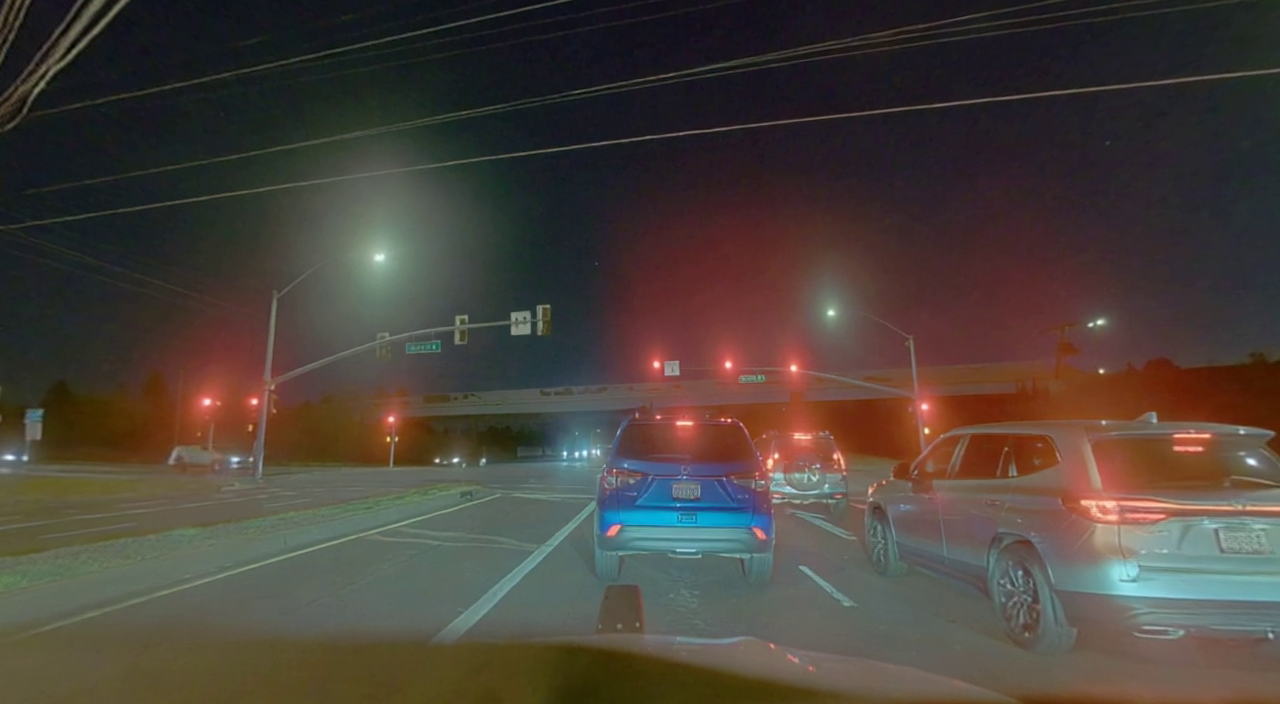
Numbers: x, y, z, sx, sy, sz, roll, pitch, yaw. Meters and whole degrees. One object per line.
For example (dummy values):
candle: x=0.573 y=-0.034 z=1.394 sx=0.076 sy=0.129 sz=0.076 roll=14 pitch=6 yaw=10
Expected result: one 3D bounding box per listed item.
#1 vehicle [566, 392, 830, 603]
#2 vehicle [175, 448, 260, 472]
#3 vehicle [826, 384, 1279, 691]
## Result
vehicle: x=0.443 y=1.557 z=7.621 sx=2.240 sy=1.778 sz=4.335 roll=0 pitch=-8 yaw=-1
vehicle: x=-26.500 y=6.743 z=39.602 sx=4.647 sy=1.453 sz=1.881 roll=-3 pitch=-9 yaw=19
vehicle: x=3.401 y=1.339 z=5.785 sx=1.990 sy=1.649 sz=4.625 roll=0 pitch=-8 yaw=0
